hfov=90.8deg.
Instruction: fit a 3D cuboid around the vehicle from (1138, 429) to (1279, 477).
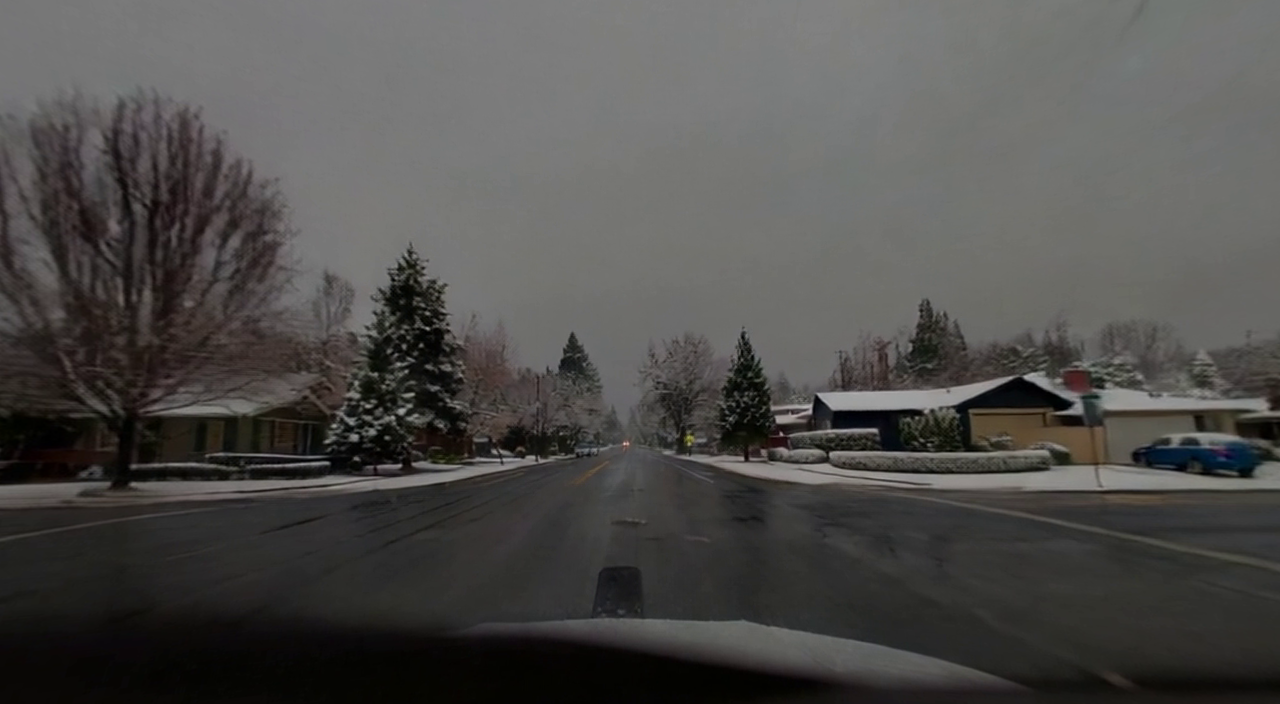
[{"bbox_3d":[23.095,3.986,25.509,1.879,1.584,4.761,1,-5,-5],"label":"vehicle"}]
